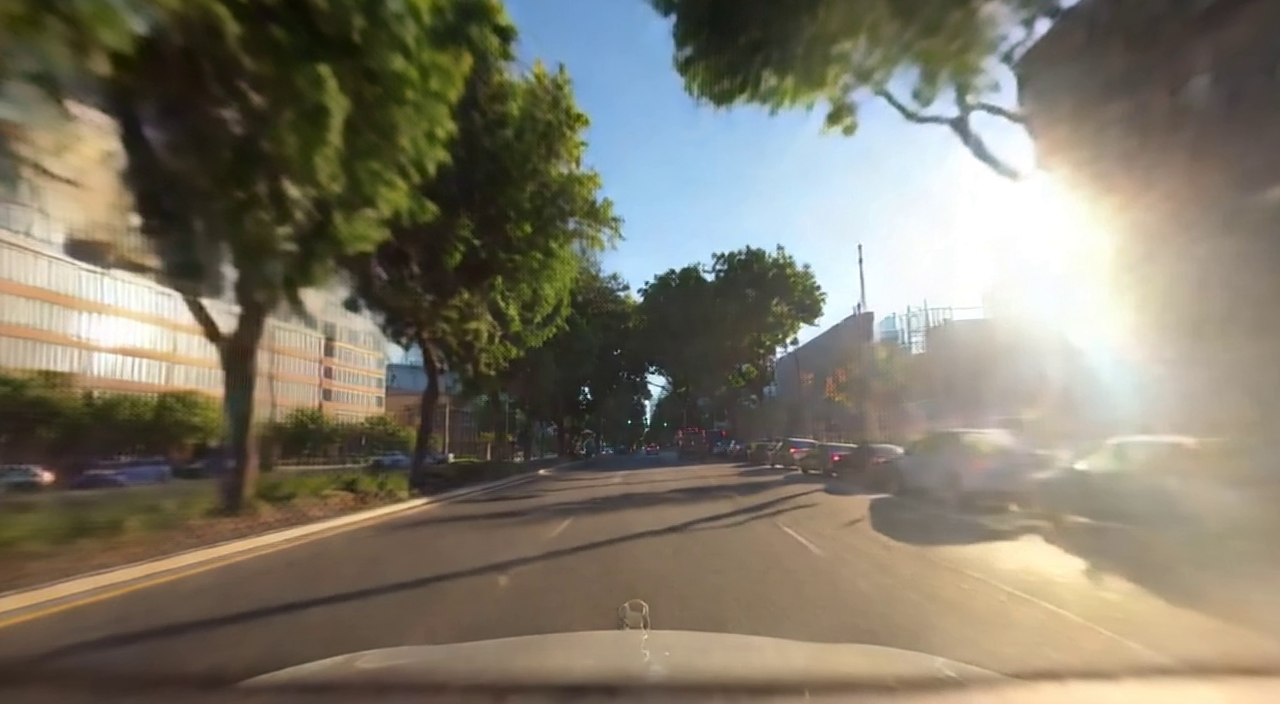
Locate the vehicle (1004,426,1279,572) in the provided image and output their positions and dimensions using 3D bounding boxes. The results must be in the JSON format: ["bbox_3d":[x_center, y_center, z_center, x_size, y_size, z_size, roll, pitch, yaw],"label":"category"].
[{"bbox_3d":[7.330,1.919,8.936,1.786,1.538,4.266,2,-9,0],"label":"vehicle"}]

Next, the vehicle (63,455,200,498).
[{"bbox_3d":[-21.696,5.288,27.220,1.936,1.538,4.777,-3,-9,0],"label":"vehicle"}]

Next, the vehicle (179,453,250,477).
[{"bbox_3d":[-28.897,7.665,42.999,1.879,1.518,4.165,-1,-9,1],"label":"vehicle"}]

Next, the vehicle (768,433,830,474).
[{"bbox_3d":[7.811,5.045,31.472,1.908,1.833,4.711,0,-9,1],"label":"vehicle"}]

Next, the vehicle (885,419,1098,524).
[{"bbox_3d":[7.305,2.537,13.869,1.974,1.876,4.842,-1,-9,2],"label":"vehicle"}]
